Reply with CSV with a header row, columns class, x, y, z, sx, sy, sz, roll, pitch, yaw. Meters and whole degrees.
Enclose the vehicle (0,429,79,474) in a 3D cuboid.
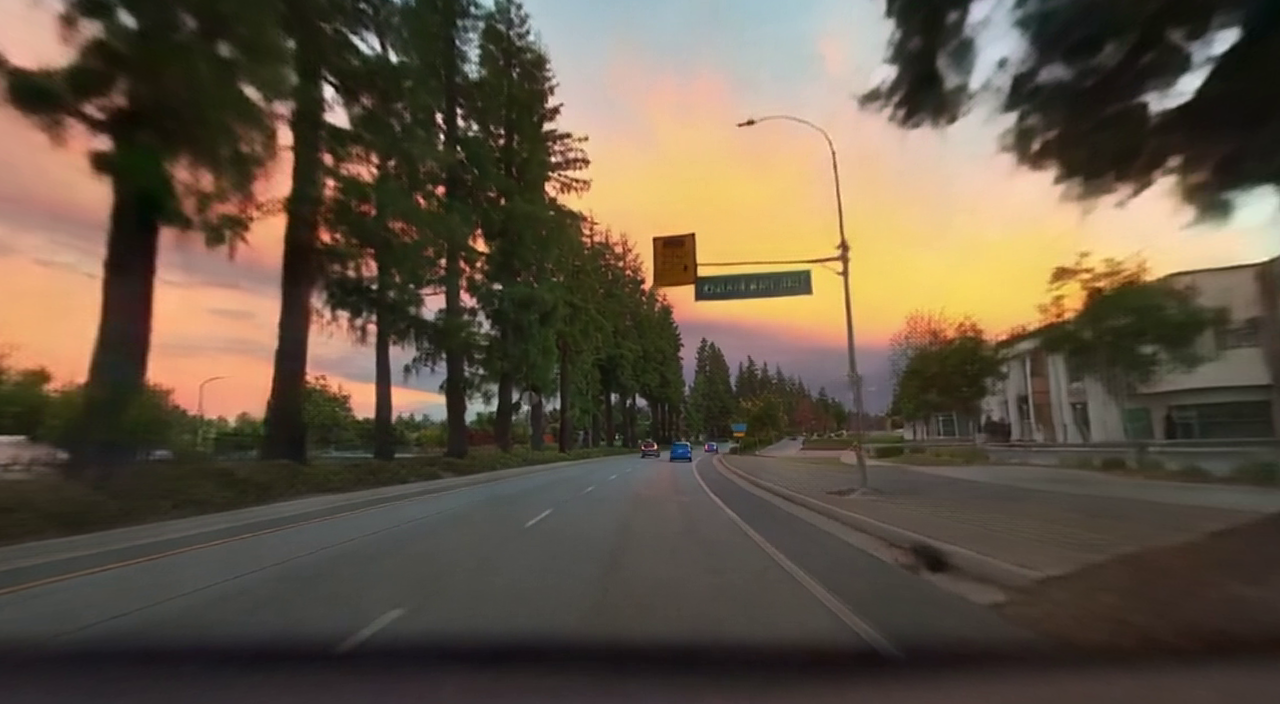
class,x,y,z,sx,sy,sz,roll,pitch,yaw
vehicle,-43.710,6.919,43.941,2.231,3.026,6.377,-4,-9,26
